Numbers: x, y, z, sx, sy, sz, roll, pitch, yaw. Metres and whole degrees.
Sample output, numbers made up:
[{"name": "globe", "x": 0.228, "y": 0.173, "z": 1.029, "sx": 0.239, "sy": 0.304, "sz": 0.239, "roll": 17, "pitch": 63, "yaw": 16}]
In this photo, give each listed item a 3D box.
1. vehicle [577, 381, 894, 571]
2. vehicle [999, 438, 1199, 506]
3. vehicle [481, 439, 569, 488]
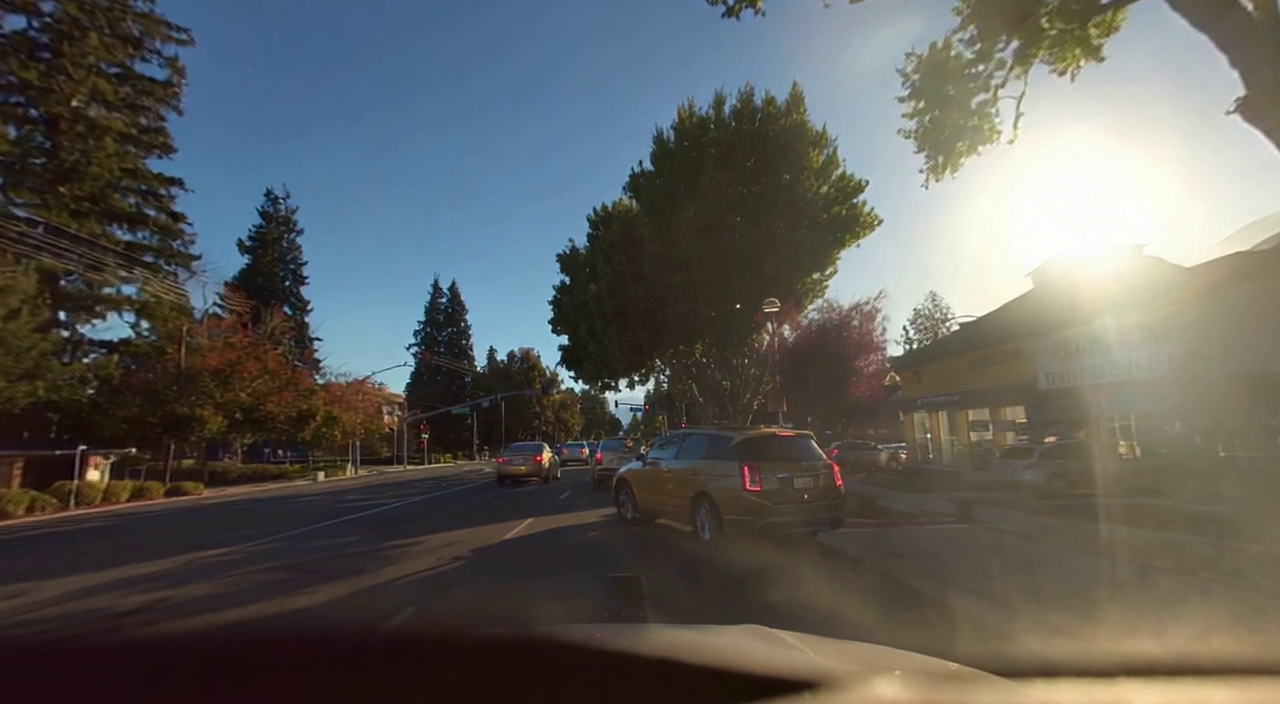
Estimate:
[{"name": "vehicle", "x": 0.987, "y": 1.653, "z": 9.093, "sx": 2.052, "sy": 1.955, "sz": 4.642, "roll": 5, "pitch": -10, "yaw": -29}, {"name": "vehicle", "x": 12.245, "y": 3.201, "z": 16.960, "sx": 3.871, "sy": 1.525, "sz": 1.835, "roll": -3, "pitch": -9, "yaw": 0}, {"name": "vehicle", "x": -3.722, "y": 3.689, "z": 21.178, "sx": 2.026, "sy": 1.466, "sz": 4.282, "roll": 0, "pitch": -8, "yaw": 2}]
